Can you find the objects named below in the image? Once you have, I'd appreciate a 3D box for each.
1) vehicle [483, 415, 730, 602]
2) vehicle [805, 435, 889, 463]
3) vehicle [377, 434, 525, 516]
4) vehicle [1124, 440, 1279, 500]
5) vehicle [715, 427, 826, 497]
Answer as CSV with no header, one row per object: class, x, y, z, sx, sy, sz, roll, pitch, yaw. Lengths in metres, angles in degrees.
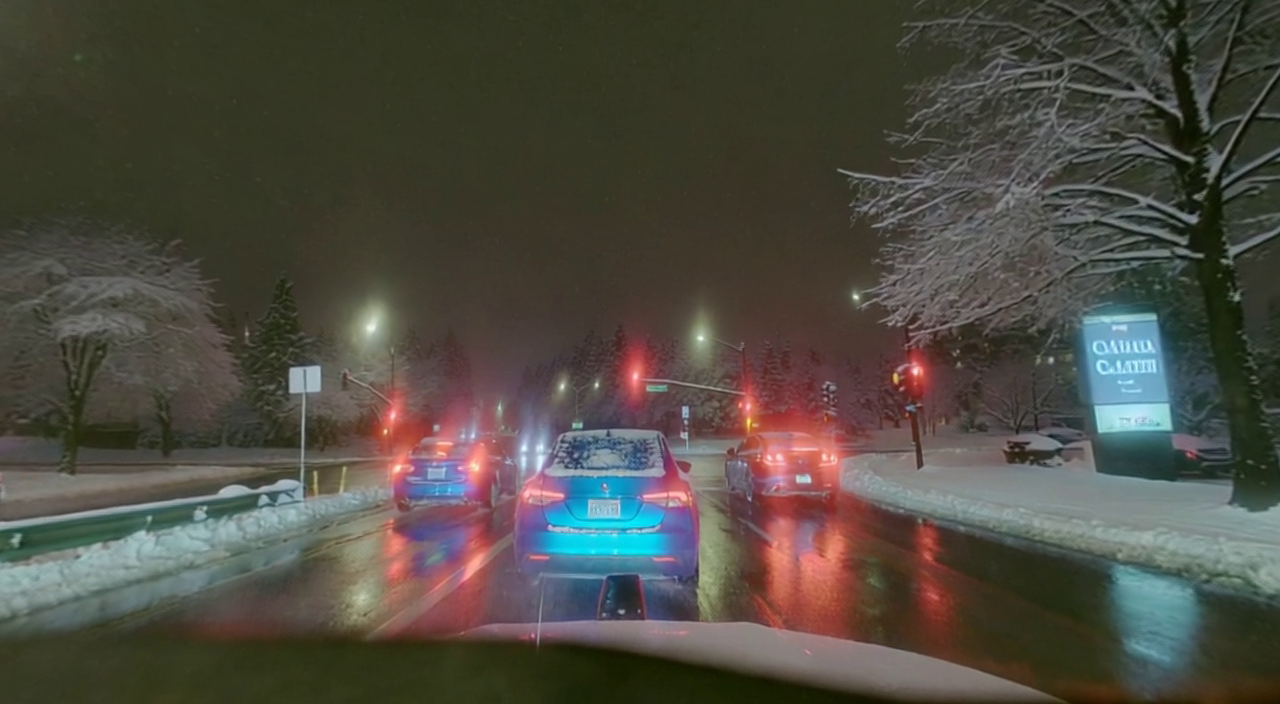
vehicle,-0.356,1.611,7.407,2.045,1.533,4.183,0,-9,-2
vehicle,12.482,5.887,38.238,4.419,1.619,1.894,1,-9,-8
vehicle,-3.752,2.500,13.299,1.998,1.452,3.773,0,-9,-1
vehicle,15.189,2.998,16.258,3.951,1.418,1.842,0,-9,-3
vehicle,3.429,2.980,17.497,2.028,1.678,4.220,0,-9,-2
